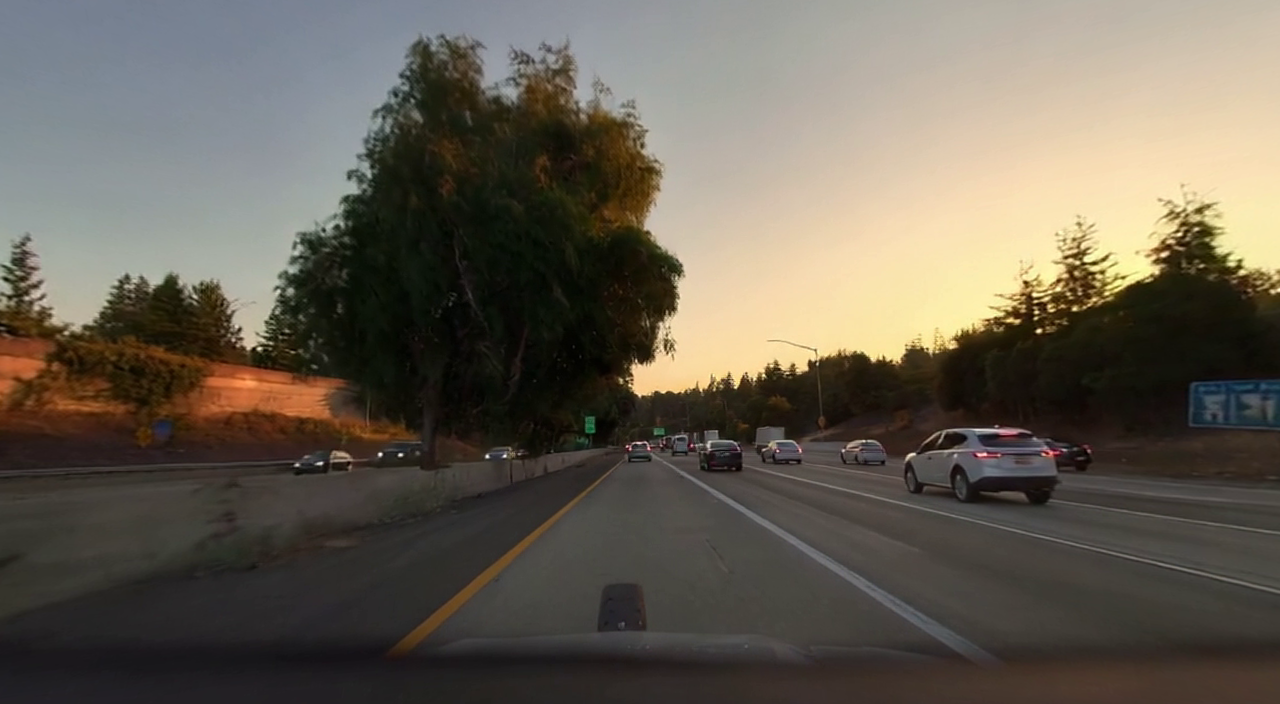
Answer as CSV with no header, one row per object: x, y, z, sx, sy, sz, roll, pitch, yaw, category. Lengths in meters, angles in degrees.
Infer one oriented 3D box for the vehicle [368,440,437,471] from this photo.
-15.031,6.587,40.312,2.250,1.805,5.631,0,-8,0,vehicle

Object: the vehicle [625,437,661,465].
0.185,6.186,39.403,2.124,1.639,4.122,0,-8,0,vehicle

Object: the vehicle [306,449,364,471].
-22.412,7.923,46.560,1.977,1.461,4.638,0,-8,0,vehicle

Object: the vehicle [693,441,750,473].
3.901,5.069,30.795,2.118,1.438,4.312,0,-8,-1,vehicle

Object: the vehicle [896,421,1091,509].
7.795,2.527,14.517,1.986,1.703,4.226,0,-8,0,vehicle

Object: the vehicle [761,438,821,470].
7.665,5.213,32.399,1.919,1.476,4.303,0,-8,-1,vehicle
